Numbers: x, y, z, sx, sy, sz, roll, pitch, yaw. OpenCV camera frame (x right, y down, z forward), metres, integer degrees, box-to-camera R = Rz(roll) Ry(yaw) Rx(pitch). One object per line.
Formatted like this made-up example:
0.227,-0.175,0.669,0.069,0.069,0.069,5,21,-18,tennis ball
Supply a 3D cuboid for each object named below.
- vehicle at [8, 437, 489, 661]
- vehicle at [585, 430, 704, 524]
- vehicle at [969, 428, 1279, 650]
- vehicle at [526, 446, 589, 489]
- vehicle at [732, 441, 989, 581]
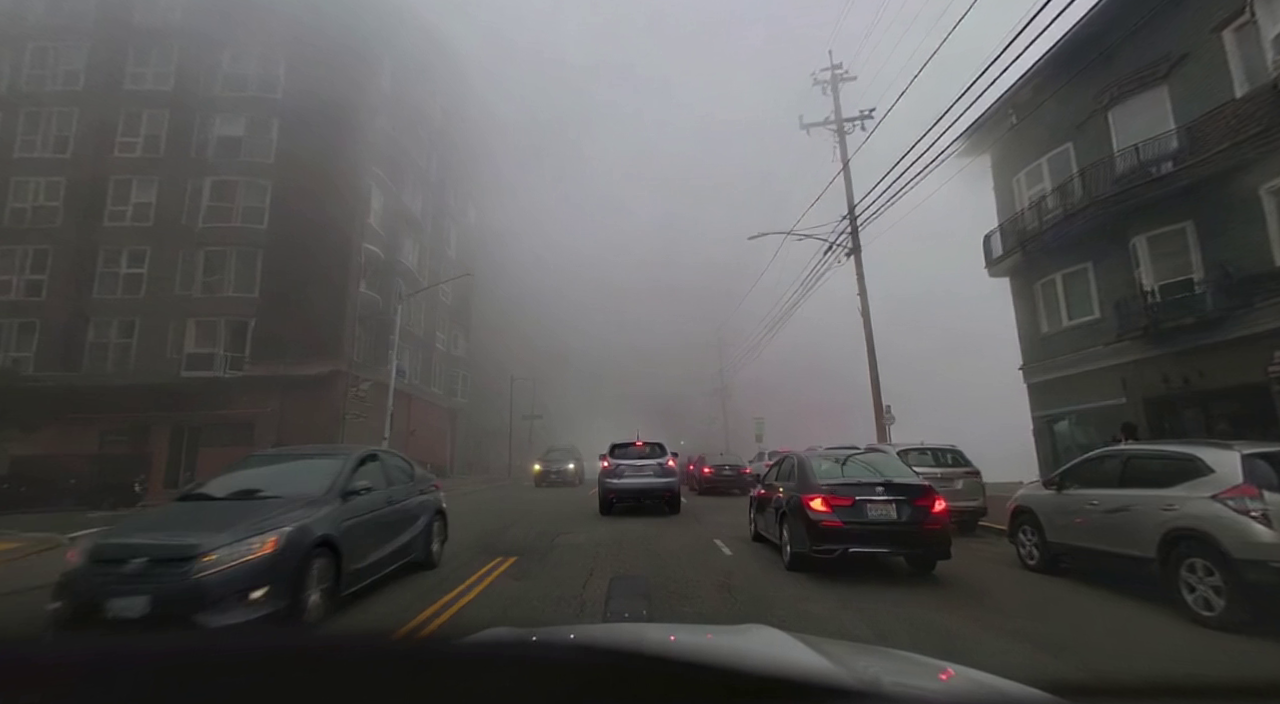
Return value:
-3.207,1.671,6.553,2.087,1.493,4.402,0,-8,1,vehicle
0.047,2.646,13.916,2.232,1.736,4.036,0,-8,-1,vehicle
5.530,1.626,6.391,1.931,1.585,4.387,0,-9,-1,vehicle
-3.535,5.041,27.858,2.112,1.705,4.365,0,-8,1,vehicle
2.677,2.028,9.001,2.029,1.460,4.451,0,-8,0,vehicle
